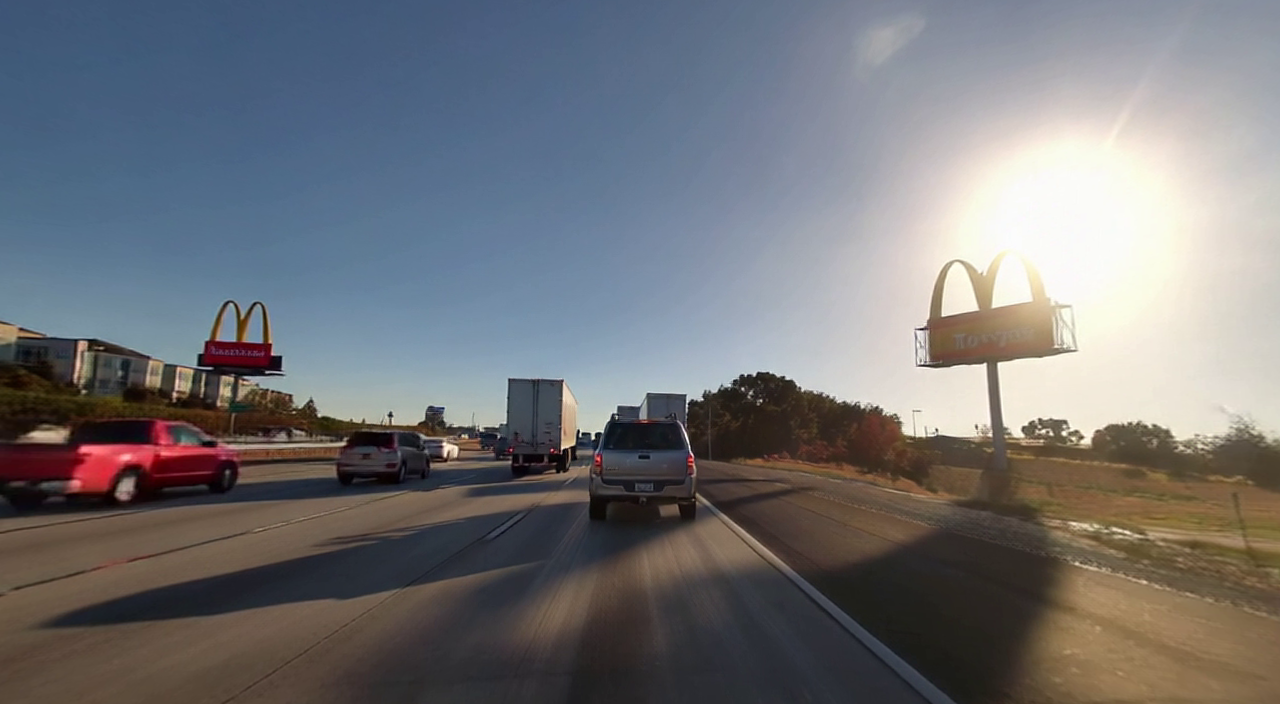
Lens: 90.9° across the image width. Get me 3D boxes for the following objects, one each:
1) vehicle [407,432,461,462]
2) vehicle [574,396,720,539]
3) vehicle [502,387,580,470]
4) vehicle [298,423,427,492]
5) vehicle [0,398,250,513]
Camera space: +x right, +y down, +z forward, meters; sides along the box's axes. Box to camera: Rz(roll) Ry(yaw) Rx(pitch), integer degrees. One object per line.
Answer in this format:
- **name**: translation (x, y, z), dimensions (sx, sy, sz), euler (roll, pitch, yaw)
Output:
- **vehicle**: translation (-12.422, 5.770, 38.347), dimensions (1.915, 1.710, 4.670), euler (0, -9, -2)
- **vehicle**: translation (0.054, 1.847, 10.531), dimensions (1.947, 1.910, 4.040), euler (0, -9, -1)
- **vehicle**: translation (-4.625, 3.899, 31.300), dimensions (2.814, 3.513, 8.529), euler (0, -9, -2)
- **vehicle**: translation (-7.696, 2.975, 18.022), dimensions (1.854, 1.740, 4.151), euler (0, -9, -1)
- **vehicle**: translation (-11.612, 2.244, 13.947), dimensions (2.240, 1.995, 5.854), euler (0, -9, 0)
